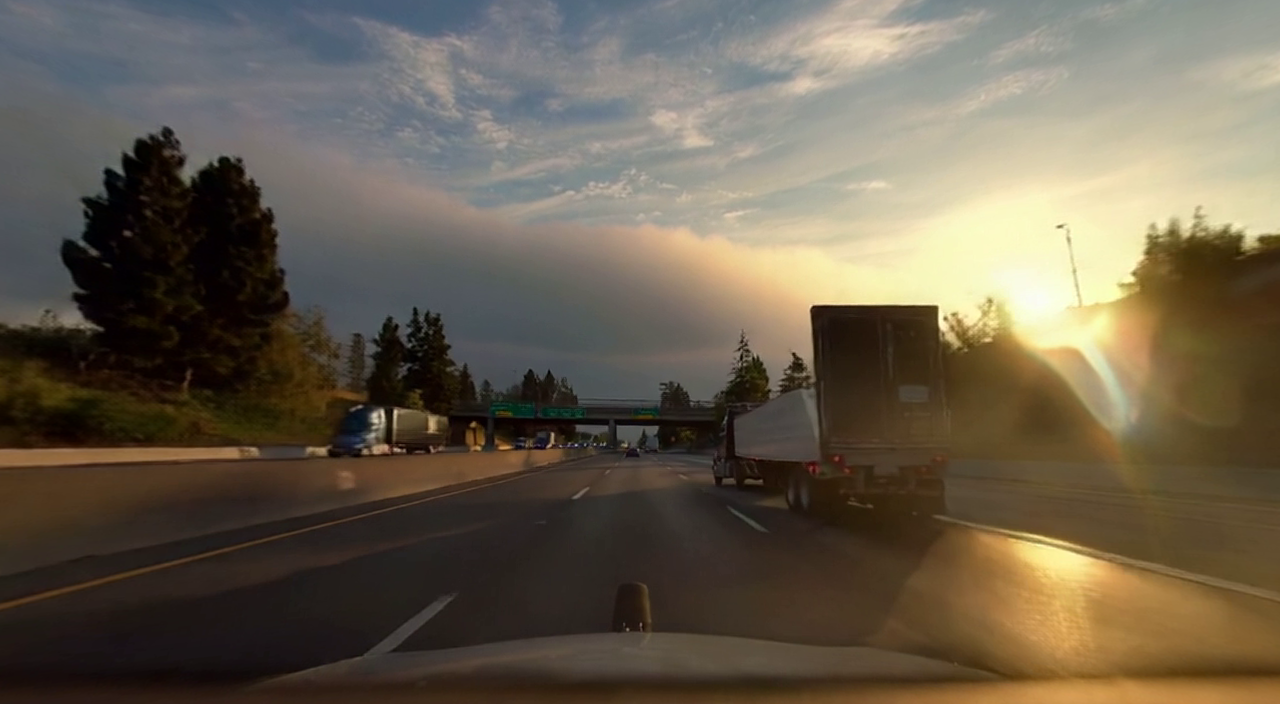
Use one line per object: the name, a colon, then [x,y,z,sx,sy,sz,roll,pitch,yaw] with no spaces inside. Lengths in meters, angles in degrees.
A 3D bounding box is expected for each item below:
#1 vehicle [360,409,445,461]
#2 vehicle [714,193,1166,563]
vehicle: [-15.535,5.585,41.881,2.626,3.136,7.570,0,-9,0]
vehicle: [4.134,1.252,14.170,3.323,4.262,14.056,0,-9,0]
